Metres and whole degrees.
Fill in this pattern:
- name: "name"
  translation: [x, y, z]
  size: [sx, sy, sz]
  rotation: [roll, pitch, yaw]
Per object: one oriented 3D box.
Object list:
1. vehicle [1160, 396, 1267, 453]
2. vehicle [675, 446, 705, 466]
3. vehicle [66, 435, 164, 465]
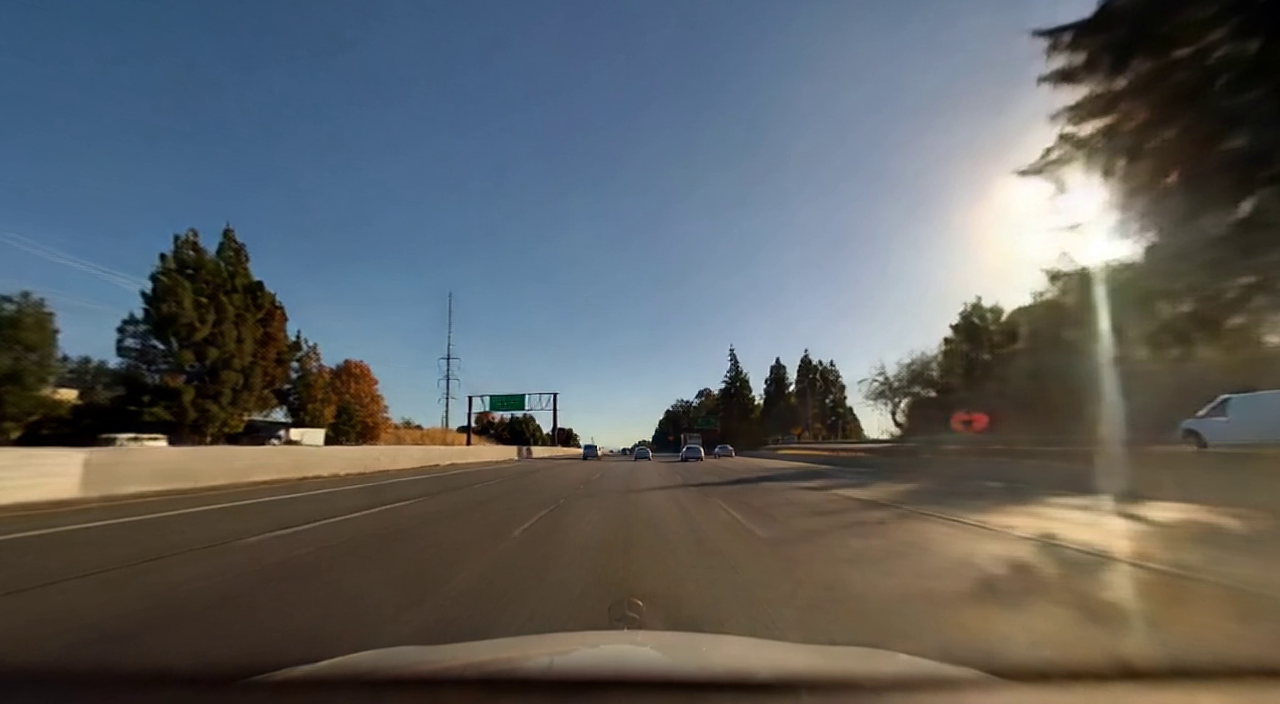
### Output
- name: "vehicle"
  translation: [41.955, 5.384, 46.265]
  size: [2.985, 3.956, 4.846]
  rotation: [0, -9, 1]
- name: "vehicle"
  translation: [3.866, 8.176, 49.617]
  size: [2.076, 1.506, 4.050]
  rotation: [0, -9, 0]
- name: "vehicle"
  translation: [-28.856, 5.408, 34.794]
  size: [1.850, 1.579, 4.049]
  rotation: [0, -9, 1]
